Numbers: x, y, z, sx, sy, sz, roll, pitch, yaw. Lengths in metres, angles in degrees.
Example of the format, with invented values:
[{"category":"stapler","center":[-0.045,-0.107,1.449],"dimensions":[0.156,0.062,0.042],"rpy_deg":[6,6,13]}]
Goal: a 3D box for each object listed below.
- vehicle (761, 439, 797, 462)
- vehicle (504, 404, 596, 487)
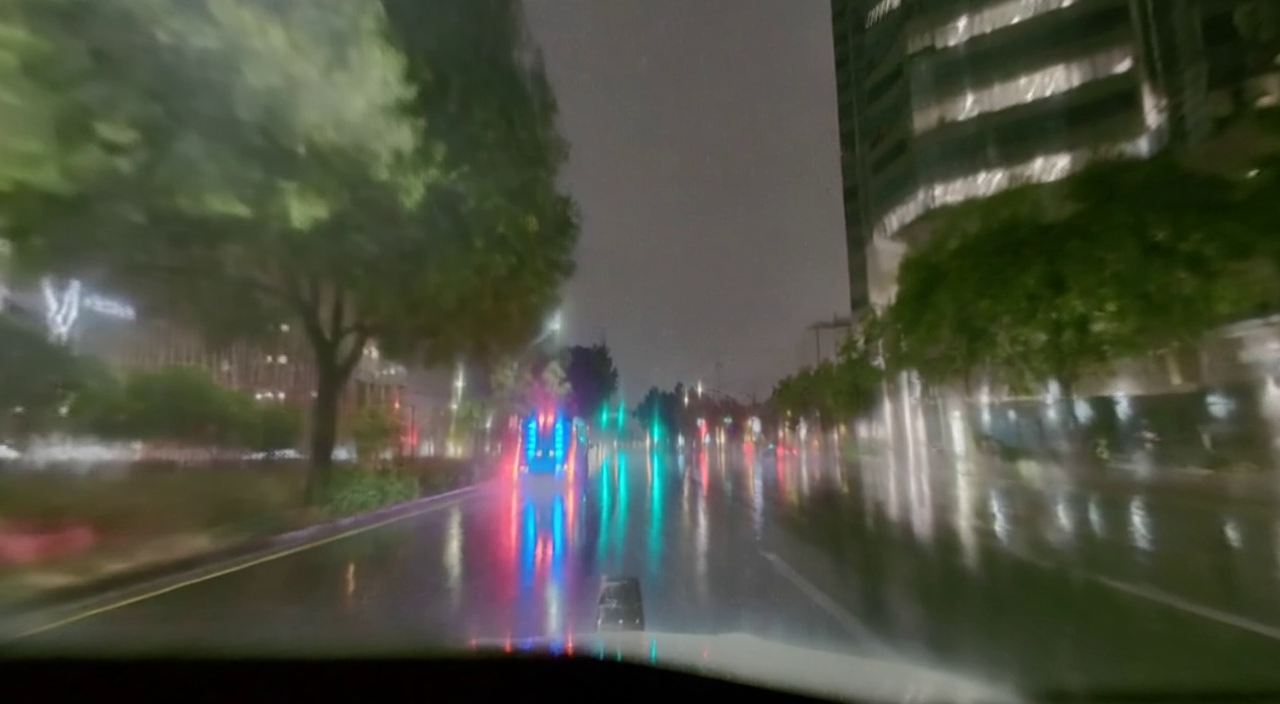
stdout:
[{"category":"vehicle","center":[10.853,7.719,49.561],"dimensions":[1.980,1.719,4.422],"rpy_deg":[-1,-9,2]},{"category":"vehicle","center":[-3.236,3.583,24.291],"dimensions":[2.633,2.787,5.796],"rpy_deg":[0,-9,0]}]
